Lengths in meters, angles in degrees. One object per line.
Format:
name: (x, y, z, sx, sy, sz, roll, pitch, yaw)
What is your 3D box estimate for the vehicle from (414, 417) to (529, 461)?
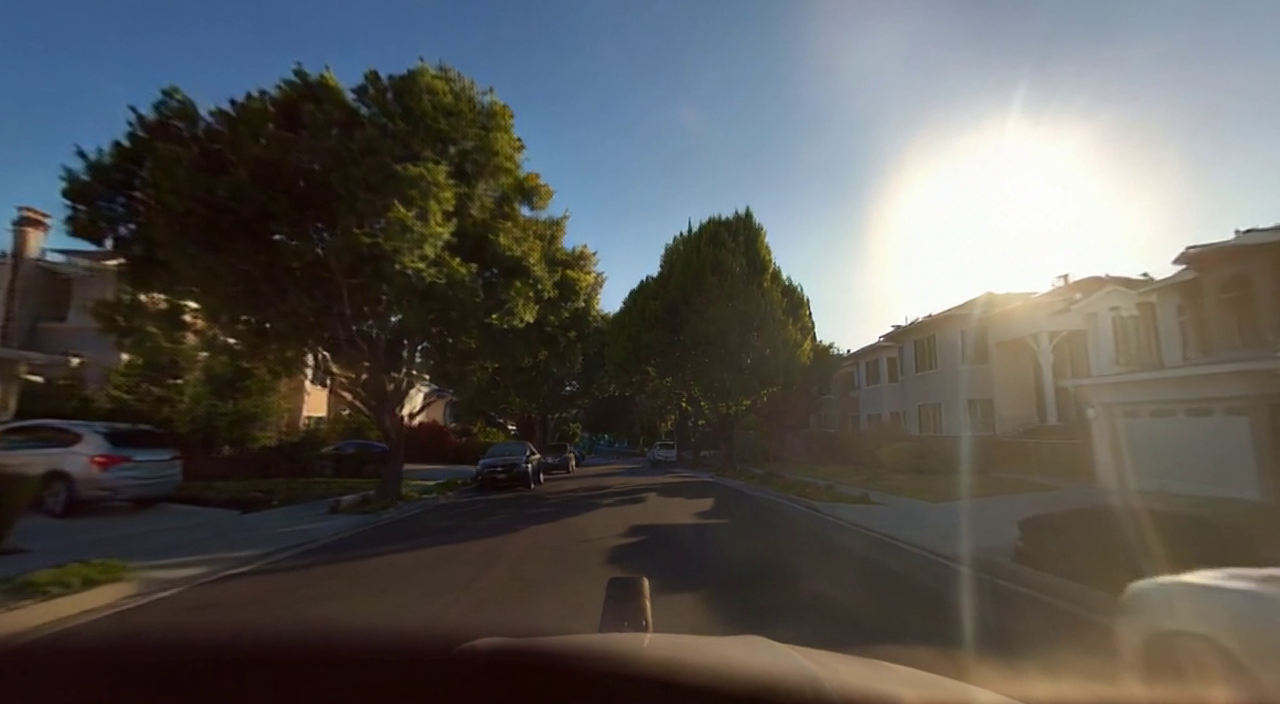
vehicle: (-11.040, 5.782, 41.949, 6.780, 2.770, 2.970, 0, -8, 0)

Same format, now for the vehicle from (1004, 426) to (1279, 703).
vehicle: (3.145, 0.857, 1.387, 1.996, 1.409, 4.446, 0, -8, -1)

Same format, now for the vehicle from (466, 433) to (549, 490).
vehicle: (-4.289, 3.654, 21.159, 1.974, 1.664, 4.539, 0, -9, -3)

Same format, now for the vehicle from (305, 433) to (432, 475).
vehicle: (-11.296, 4.268, 26.516, 4.414, 1.658, 1.988, 0, -8, -2)

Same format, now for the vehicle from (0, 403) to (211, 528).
vehicle: (-9.782, 1.744, 9.985, 4.480, 1.740, 1.988, 0, -8, 2)
